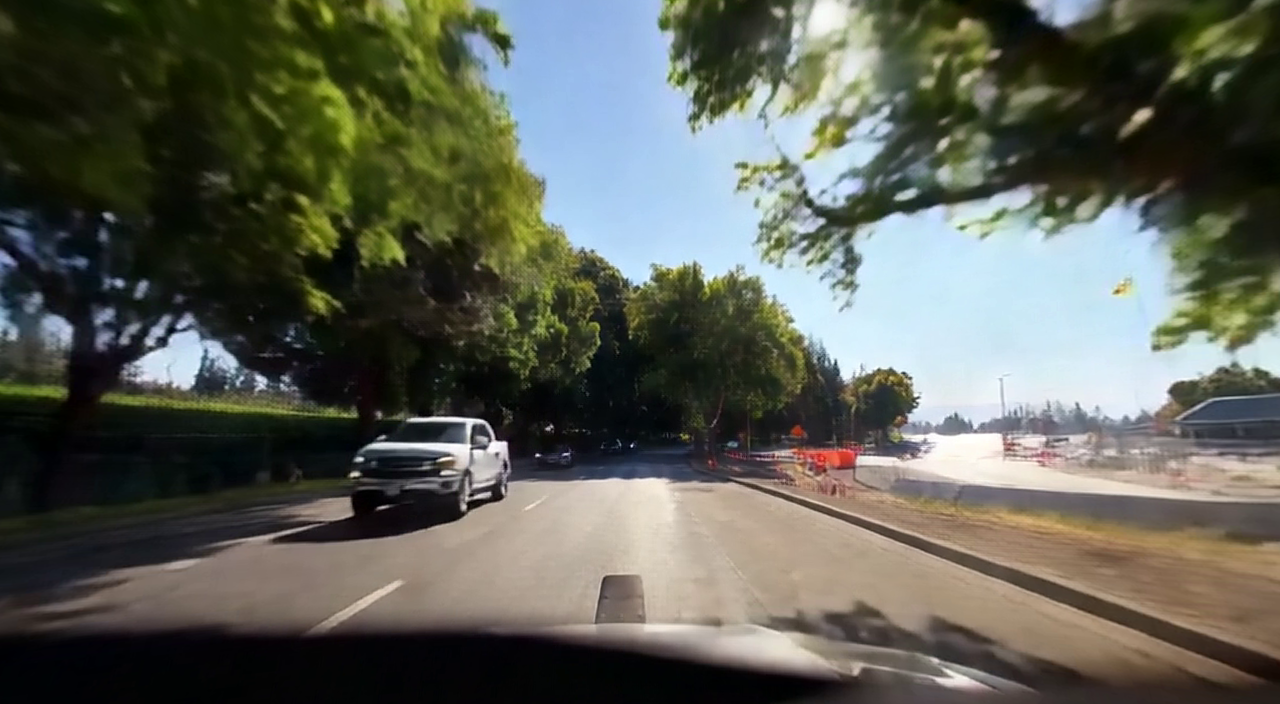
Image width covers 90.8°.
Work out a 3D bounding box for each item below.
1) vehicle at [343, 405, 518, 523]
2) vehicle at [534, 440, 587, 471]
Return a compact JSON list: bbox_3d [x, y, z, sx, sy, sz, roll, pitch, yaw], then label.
[{"bbox_3d":[-4.074,2.268,13.266,2.064,2.009,4.512,0,-8,1],"label":"vehicle"},{"bbox_3d":[-4.004,5.260,32.365,1.964,1.481,4.199,-1,-8,3],"label":"vehicle"}]
